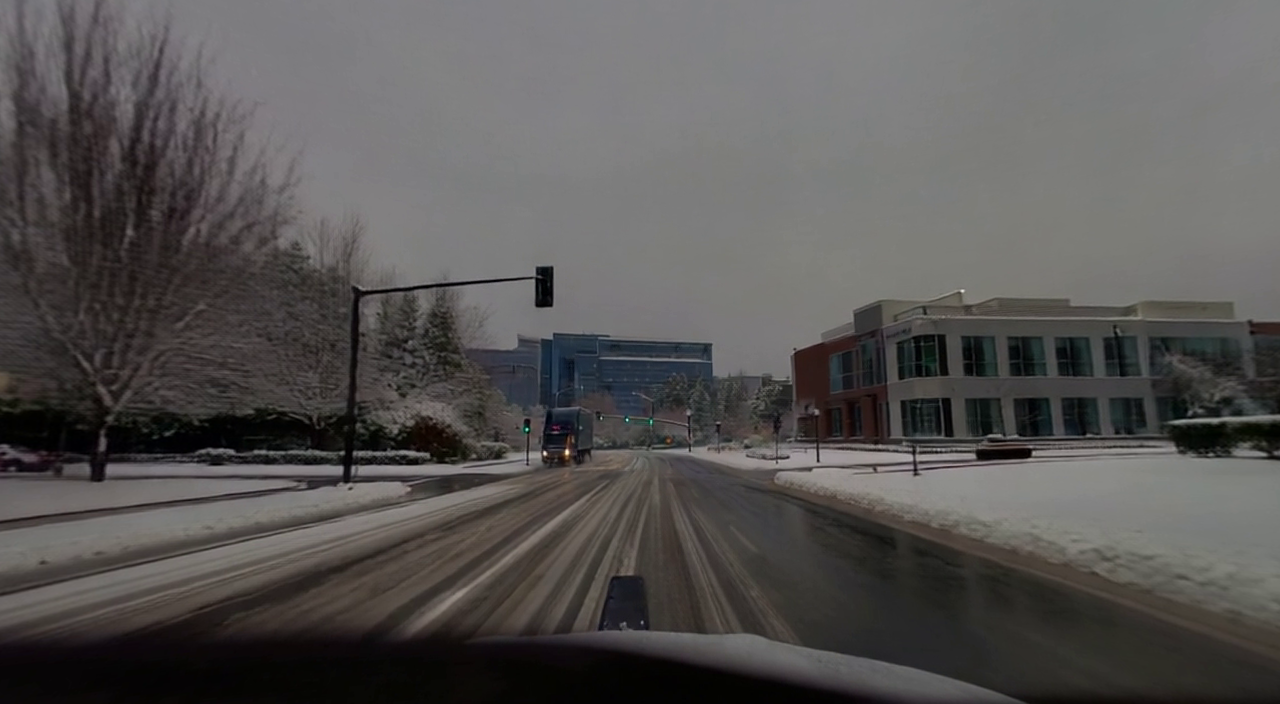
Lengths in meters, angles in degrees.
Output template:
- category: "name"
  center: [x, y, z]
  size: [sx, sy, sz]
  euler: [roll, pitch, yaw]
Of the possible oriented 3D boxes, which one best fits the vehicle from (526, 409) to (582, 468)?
- category: "vehicle"
  center: [-6.336, 6.604, 47.847]
  size: [3.053, 4.058, 8.110]
  euler: [0, -9, 0]
